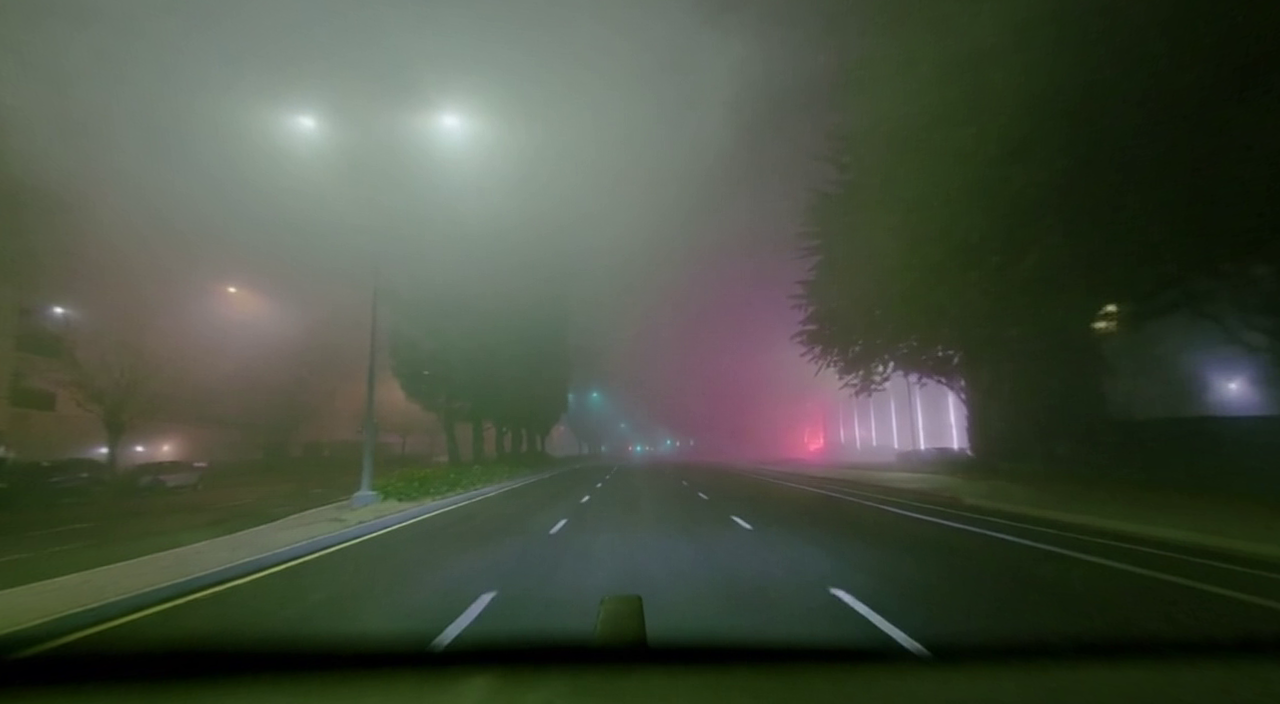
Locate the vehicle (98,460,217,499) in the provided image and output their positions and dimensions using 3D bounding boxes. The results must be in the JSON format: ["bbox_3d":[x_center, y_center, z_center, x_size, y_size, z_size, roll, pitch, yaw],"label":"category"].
[{"bbox_3d":[-21.910,5.788,29.000,1.841,1.505,4.664,0,-8,-1],"label":"vehicle"}]

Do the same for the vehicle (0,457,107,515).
[{"bbox_3d":[-22.084,4.696,22.497,2.043,1.816,4.776,0,-8,0],"label":"vehicle"}]
